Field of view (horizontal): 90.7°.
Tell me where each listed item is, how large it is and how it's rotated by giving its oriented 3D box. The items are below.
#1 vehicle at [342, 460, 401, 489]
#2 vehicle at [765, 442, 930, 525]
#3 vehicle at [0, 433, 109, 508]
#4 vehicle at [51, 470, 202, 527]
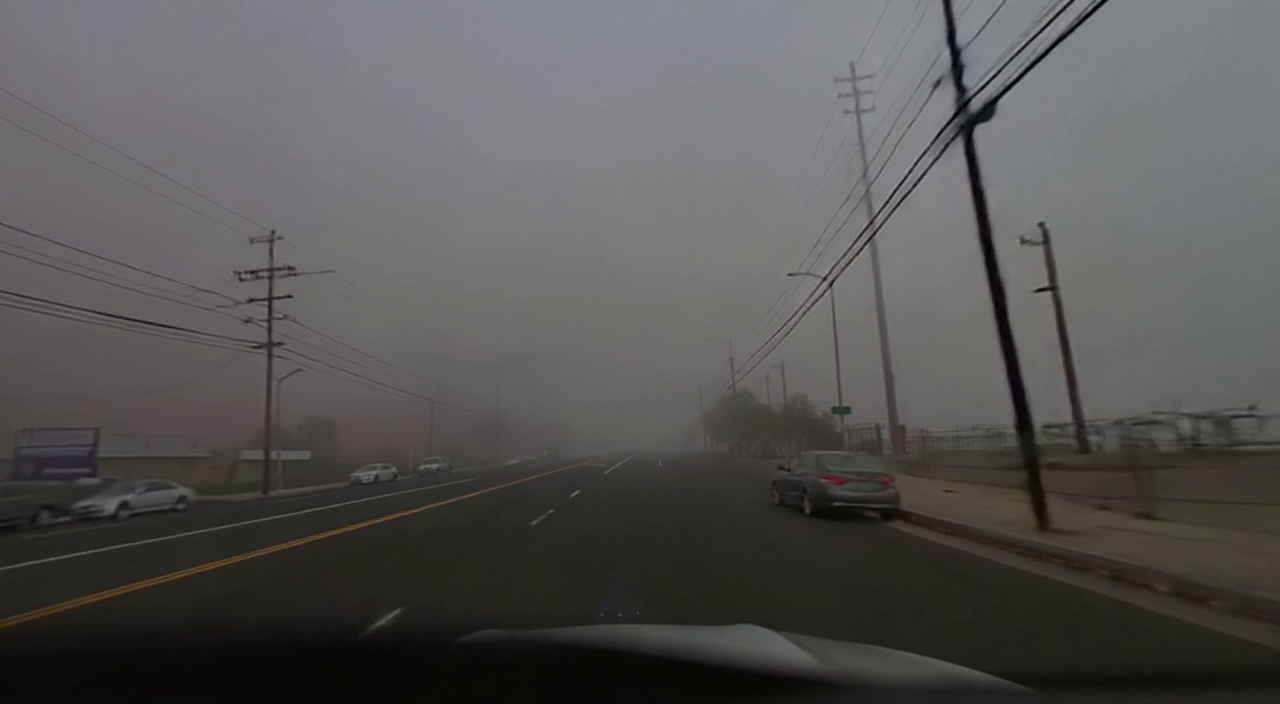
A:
[{"bbox_3d":[-17.684,8.060,41.835,1.931,1.501,4.564,-6,-9,-1],"label":"vehicle"},{"bbox_3d":[4.163,2.688,13.586,2.002,1.459,4.357,0,-8,-1],"label":"vehicle"},{"bbox_3d":[-25.267,4.910,25.786,4.857,2.616,2.616,-4,-9,-17],"label":"vehicle"},{"bbox_3d":[-17.771,5.038,22.217,1.852,1.551,4.276,-6,-10,-2],"label":"vehicle"}]
